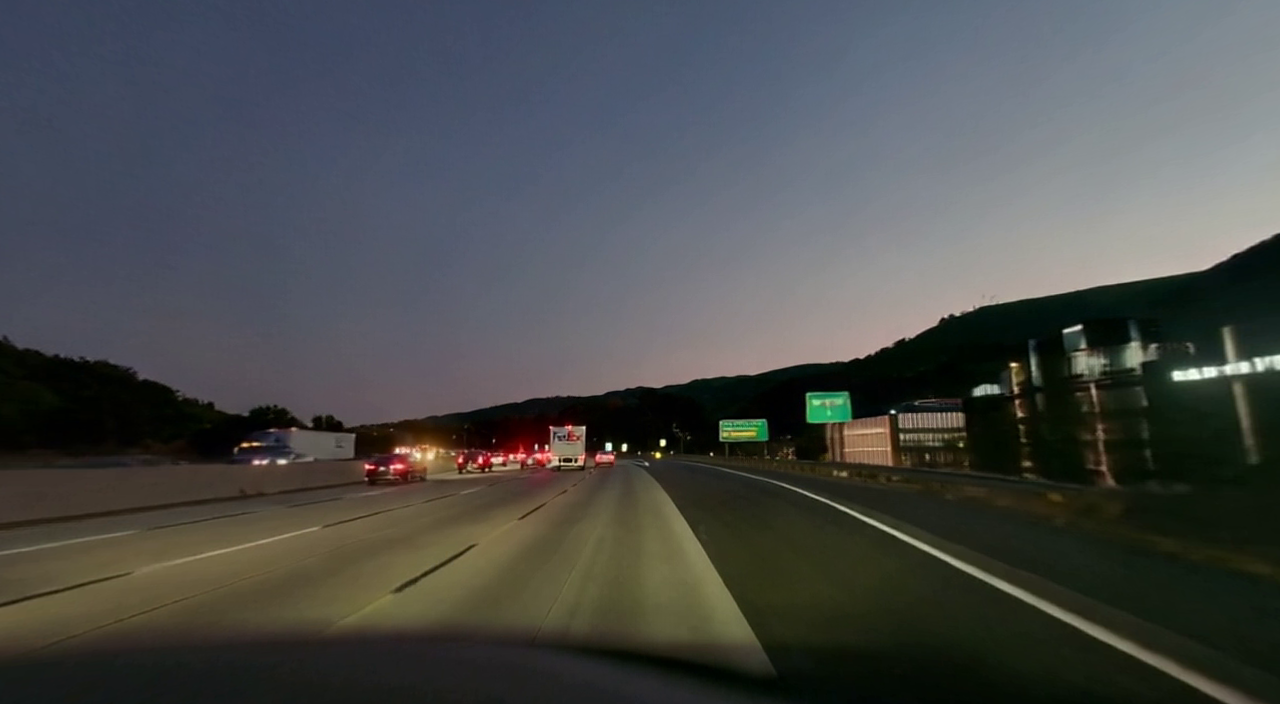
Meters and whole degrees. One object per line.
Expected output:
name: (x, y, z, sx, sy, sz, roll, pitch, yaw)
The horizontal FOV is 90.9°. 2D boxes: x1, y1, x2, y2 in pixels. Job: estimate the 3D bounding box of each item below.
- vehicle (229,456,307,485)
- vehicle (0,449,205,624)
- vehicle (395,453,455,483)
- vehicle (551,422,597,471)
vehicle: (-21.443, 6.818, 36.601, 1.813, 1.448, 4.578, 0, -8, -1)
vehicle: (-7.747, 2.015, 7.153, 2.294, 1.710, 4.436, 1, -8, 2)
vehicle: (-11.922, 6.434, 35.252, 1.879, 1.431, 4.425, 0, -8, -1)
vehicle: (-4.793, 7.038, 46.883, 2.798, 3.212, 7.573, 2, -8, -2)
